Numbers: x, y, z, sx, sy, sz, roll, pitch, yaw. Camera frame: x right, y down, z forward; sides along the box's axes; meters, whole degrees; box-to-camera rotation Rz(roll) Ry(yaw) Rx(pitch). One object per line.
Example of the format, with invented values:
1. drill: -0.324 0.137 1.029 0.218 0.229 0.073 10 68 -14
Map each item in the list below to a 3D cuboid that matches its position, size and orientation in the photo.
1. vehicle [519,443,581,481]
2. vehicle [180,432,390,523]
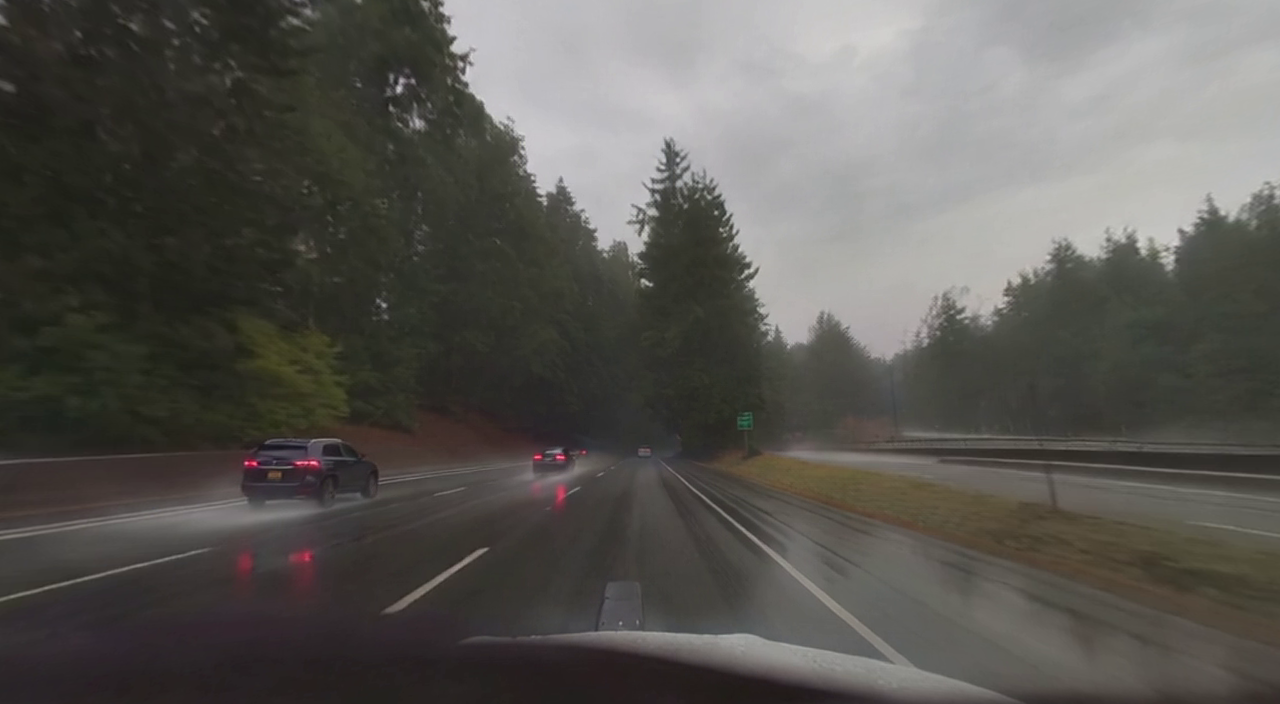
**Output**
1. vehicle: -4.045 5.026 29.050 2.104 1.558 4.639 0 -9 1
2. vehicle: -7.232 2.581 13.461 2.007 1.616 4.141 0 -9 1
